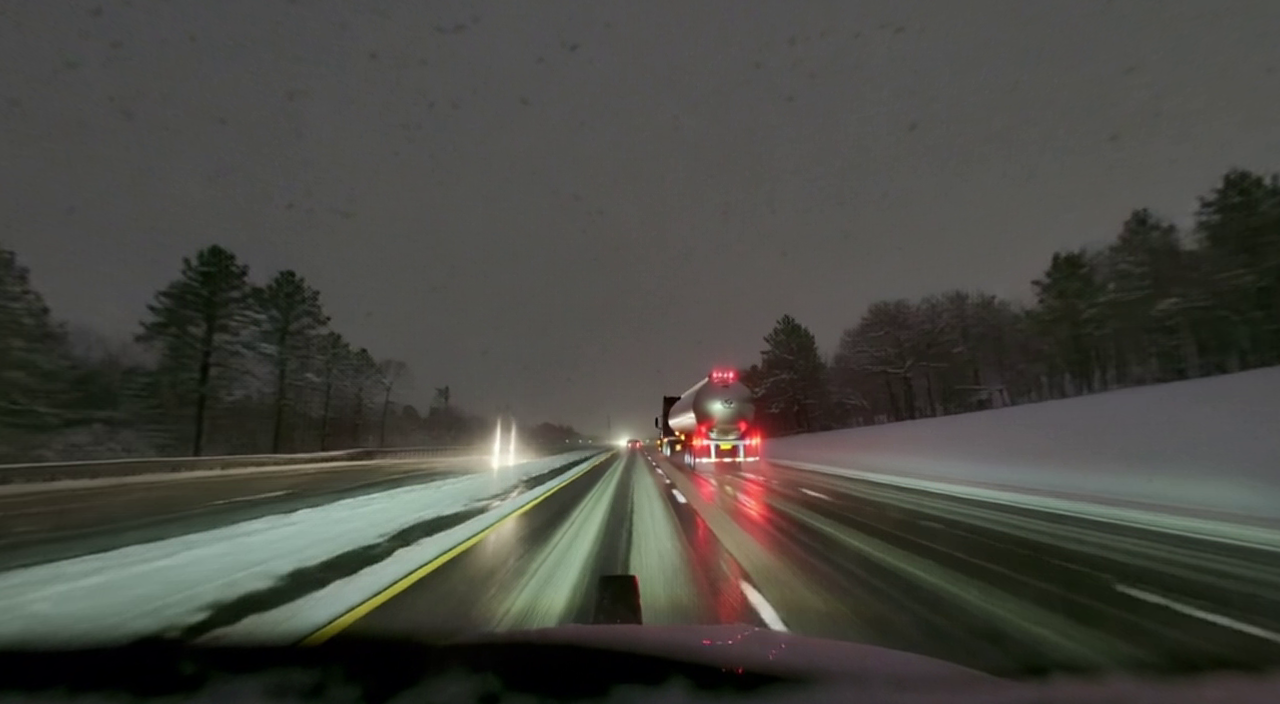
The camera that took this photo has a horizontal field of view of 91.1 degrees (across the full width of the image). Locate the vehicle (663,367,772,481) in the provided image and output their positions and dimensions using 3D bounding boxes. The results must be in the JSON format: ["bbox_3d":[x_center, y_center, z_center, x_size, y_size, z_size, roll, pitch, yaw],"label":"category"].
[{"bbox_3d":[2.753,3.140,26.532,2.946,3.745,11.516,0,-8,-1],"label":"vehicle"}]
